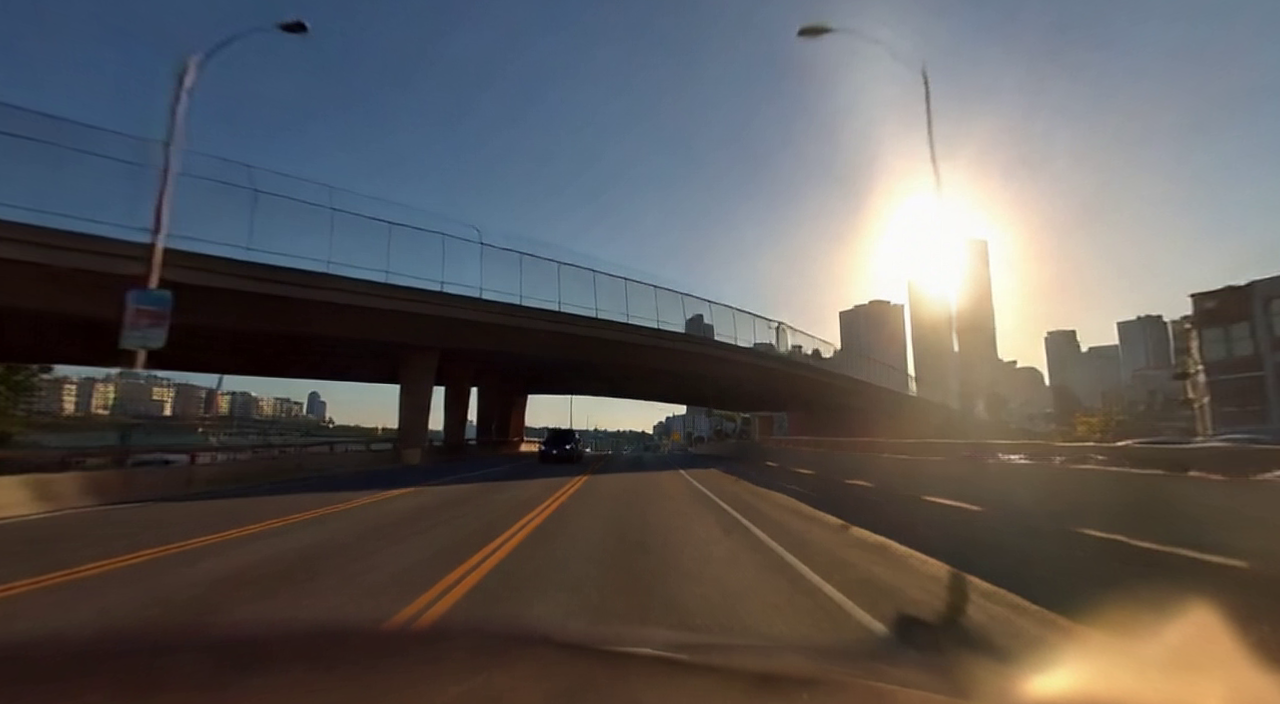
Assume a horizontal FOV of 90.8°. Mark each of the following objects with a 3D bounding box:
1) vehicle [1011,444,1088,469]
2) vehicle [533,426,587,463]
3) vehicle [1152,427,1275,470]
[{"bbox_3d":[27.585,7.074,42.667,3.924,1.457,1.716,2,-15,-2],"label":"vehicle"},{"bbox_3d":[-3.980,4.720,32.168,2.096,1.743,4.420,0,-8,1],"label":"vehicle"},{"bbox_3d":[26.944,4.583,29.825,3.629,1.565,1.997,2,-17,5],"label":"vehicle"}]
